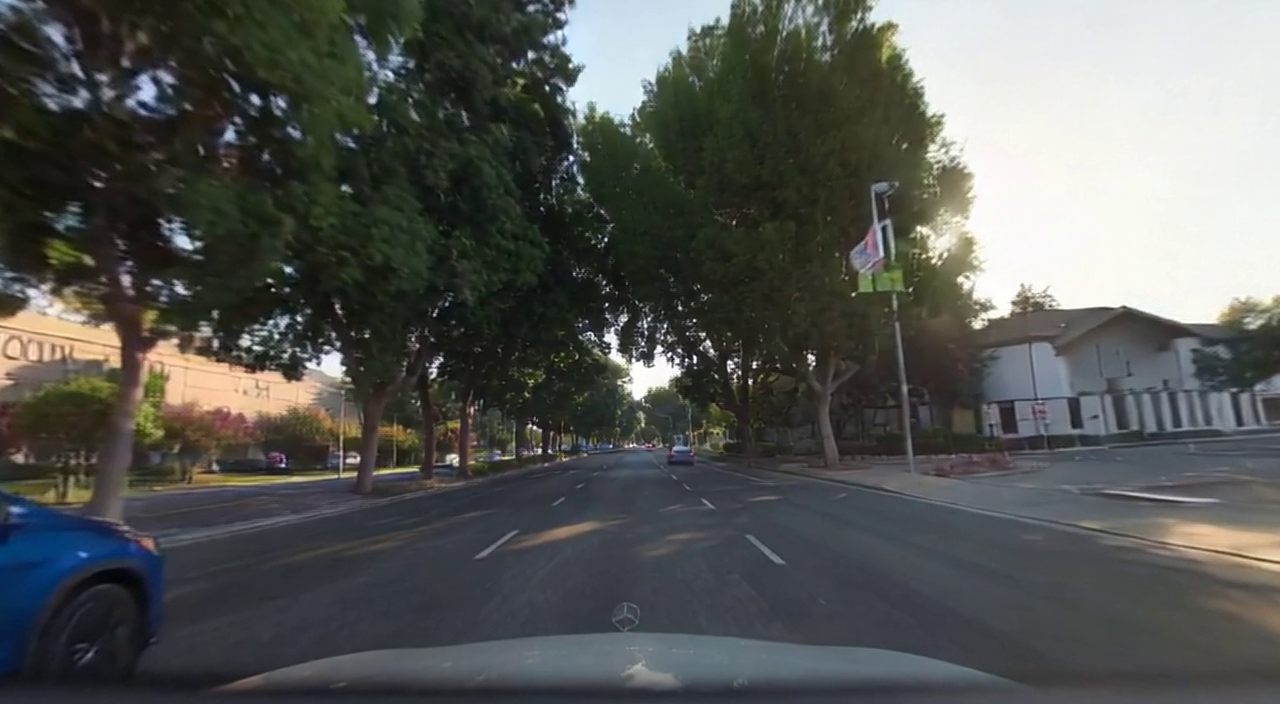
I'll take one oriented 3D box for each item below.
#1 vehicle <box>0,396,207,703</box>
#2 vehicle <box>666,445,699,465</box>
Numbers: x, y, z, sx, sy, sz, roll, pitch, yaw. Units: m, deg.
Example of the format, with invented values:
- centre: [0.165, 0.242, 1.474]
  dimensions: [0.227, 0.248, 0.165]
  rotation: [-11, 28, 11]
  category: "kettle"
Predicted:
- centre: [-3.555, 0.724, 1.084]
  dimensions: [2.085, 1.497, 4.989]
  rotation: [0, -8, 0]
  category: "vehicle"
- centre: [3.204, 7.860, 48.431]
  dimensions: [2.033, 1.482, 4.571]
  rotation: [0, -8, -2]
  category: "vehicle"
